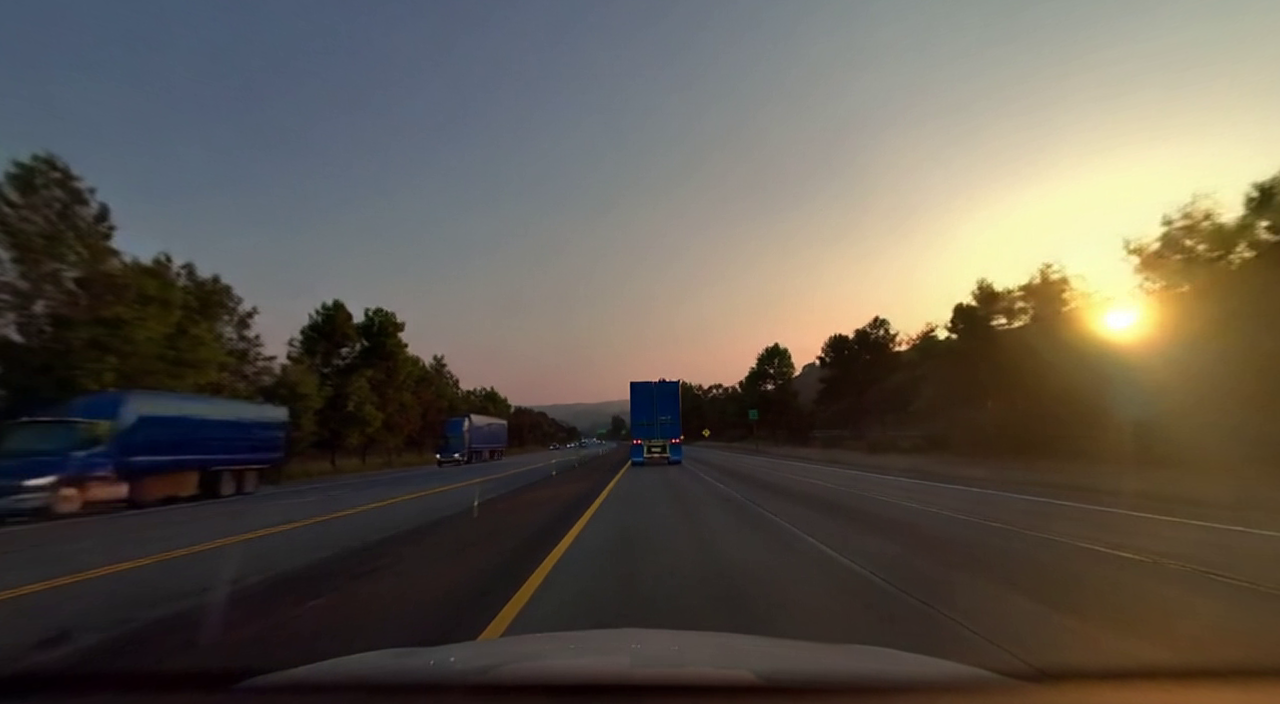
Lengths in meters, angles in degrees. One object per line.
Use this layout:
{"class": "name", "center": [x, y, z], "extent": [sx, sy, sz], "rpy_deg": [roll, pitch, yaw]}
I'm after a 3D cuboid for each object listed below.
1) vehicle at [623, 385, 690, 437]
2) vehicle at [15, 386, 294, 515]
{"class": "vehicle", "center": [0.590, 2.512, 25.853], "extent": [2.509, 1.890, 4.732], "rpy_deg": [0, -8, -1]}
{"class": "vehicle", "center": [-14.921, 3.133, 20.465], "extent": [2.777, 3.361, 7.671], "rpy_deg": [0, -8, 1]}
